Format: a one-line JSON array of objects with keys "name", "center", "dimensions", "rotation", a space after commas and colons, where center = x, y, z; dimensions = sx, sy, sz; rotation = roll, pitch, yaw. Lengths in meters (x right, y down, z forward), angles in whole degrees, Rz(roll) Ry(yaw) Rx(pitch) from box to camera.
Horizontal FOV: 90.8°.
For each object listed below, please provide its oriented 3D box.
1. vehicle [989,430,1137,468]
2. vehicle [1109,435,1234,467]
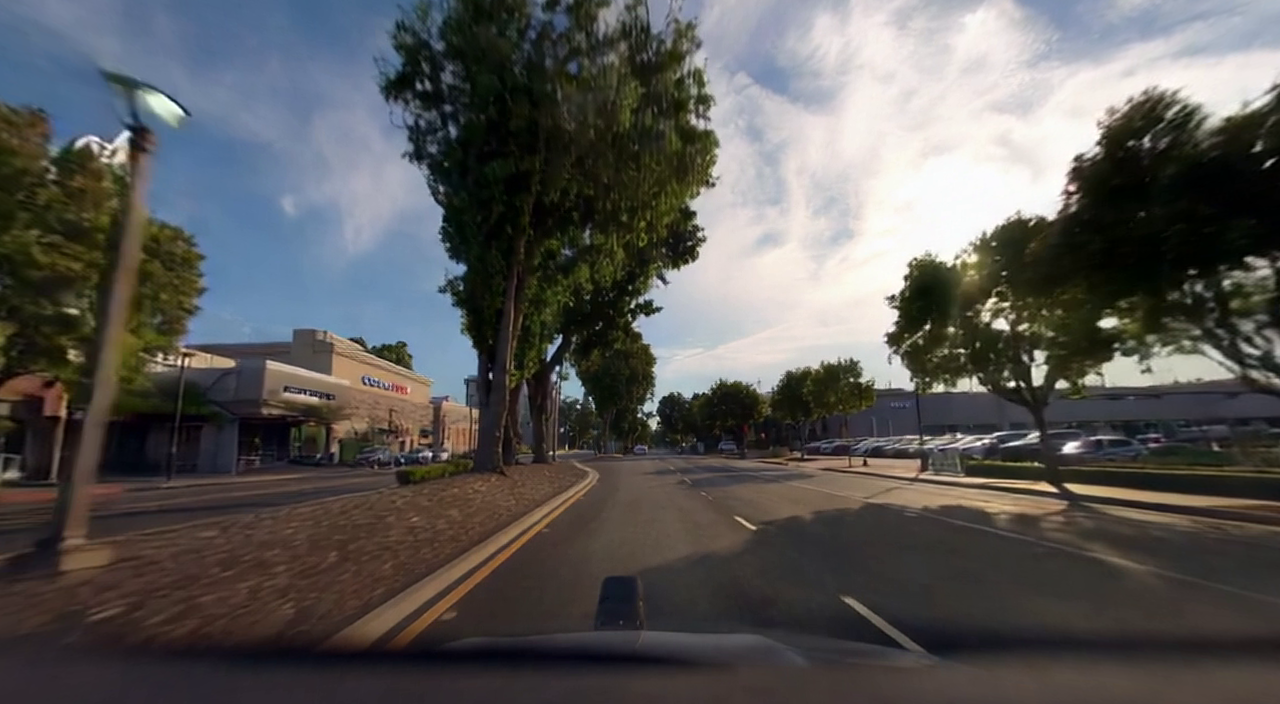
[{"name": "vehicle", "center": [20.412, 4.717, 30.702], "dimensions": [5.462, 1.785, 2.323], "rotation": [0, -9, 1]}, {"name": "vehicle", "center": [25.975, 4.845, 30.954], "dimensions": [4.402, 1.465, 1.900], "rotation": [0, -9, -1]}]
